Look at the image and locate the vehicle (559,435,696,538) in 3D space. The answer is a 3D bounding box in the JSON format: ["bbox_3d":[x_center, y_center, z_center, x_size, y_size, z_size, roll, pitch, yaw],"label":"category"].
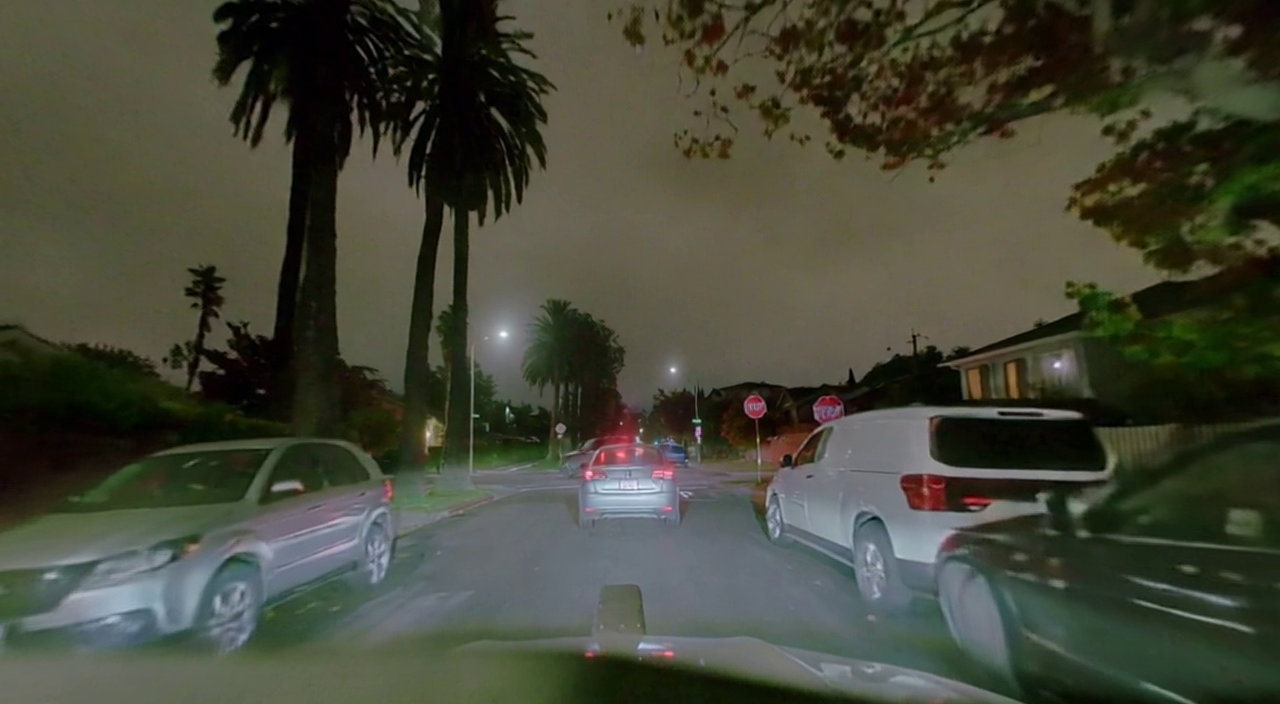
[{"bbox_3d":[-0.178,2.298,11.345,2.010,1.499,4.107,0,-9,0],"label":"vehicle"}]

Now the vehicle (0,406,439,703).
[{"bbox_3d":[-3.374,1.420,5.328,1.965,1.657,4.104,0,-8,0],"label":"vehicle"}]

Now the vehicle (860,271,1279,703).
[{"bbox_3d":[2.497,0.688,1.626,2.136,1.650,4.837,0,-9,1],"label":"vehicle"}]
